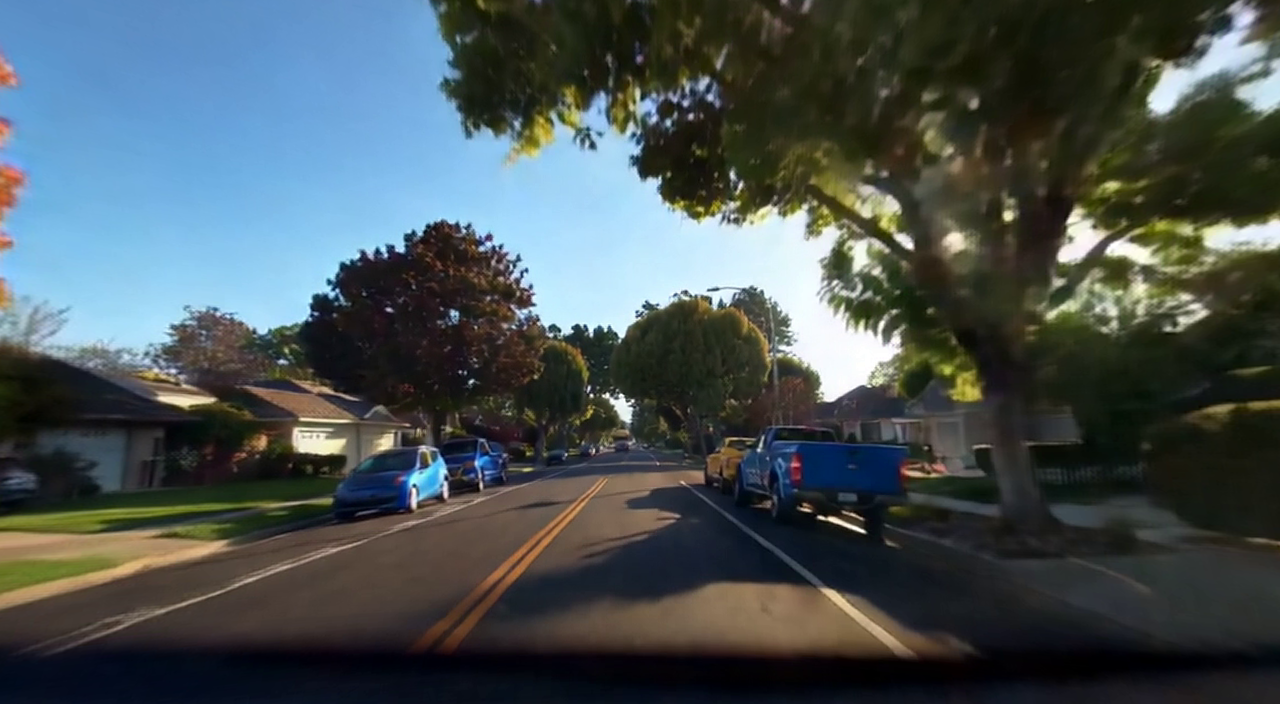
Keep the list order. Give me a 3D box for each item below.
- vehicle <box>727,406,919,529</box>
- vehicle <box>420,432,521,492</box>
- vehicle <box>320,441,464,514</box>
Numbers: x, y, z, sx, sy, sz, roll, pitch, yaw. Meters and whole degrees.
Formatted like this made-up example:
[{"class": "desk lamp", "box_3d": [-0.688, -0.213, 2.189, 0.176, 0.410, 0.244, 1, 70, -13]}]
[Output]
[{"class": "vehicle", "box_3d": [3.462, 2.355, 13.496, 2.332, 2.044, 5.695, 0, -9, -1]}, {"class": "vehicle", "box_3d": [-6.483, 4.290, 25.003, 2.302, 2.059, 5.758, 0, -8, 1]}, {"class": "vehicle", "box_3d": [-6.838, 3.489, 18.213, 2.005, 1.785, 5.179, 0, -8, 1]}]
